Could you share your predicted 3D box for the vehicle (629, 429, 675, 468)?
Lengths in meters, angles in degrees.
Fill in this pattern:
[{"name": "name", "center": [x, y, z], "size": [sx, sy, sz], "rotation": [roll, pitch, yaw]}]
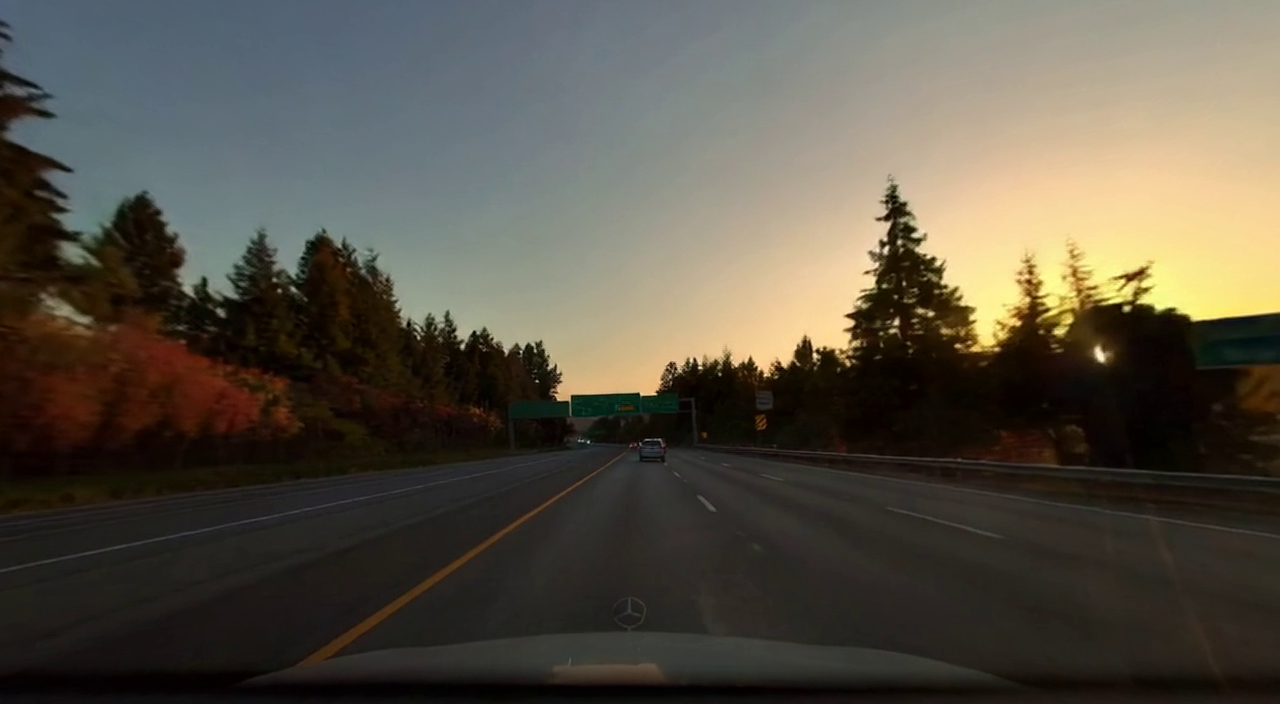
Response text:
[{"name": "vehicle", "center": [0.650, 5.156, 33.890], "size": [2.301, 1.944, 4.554], "rotation": [0, -8, 1]}]
